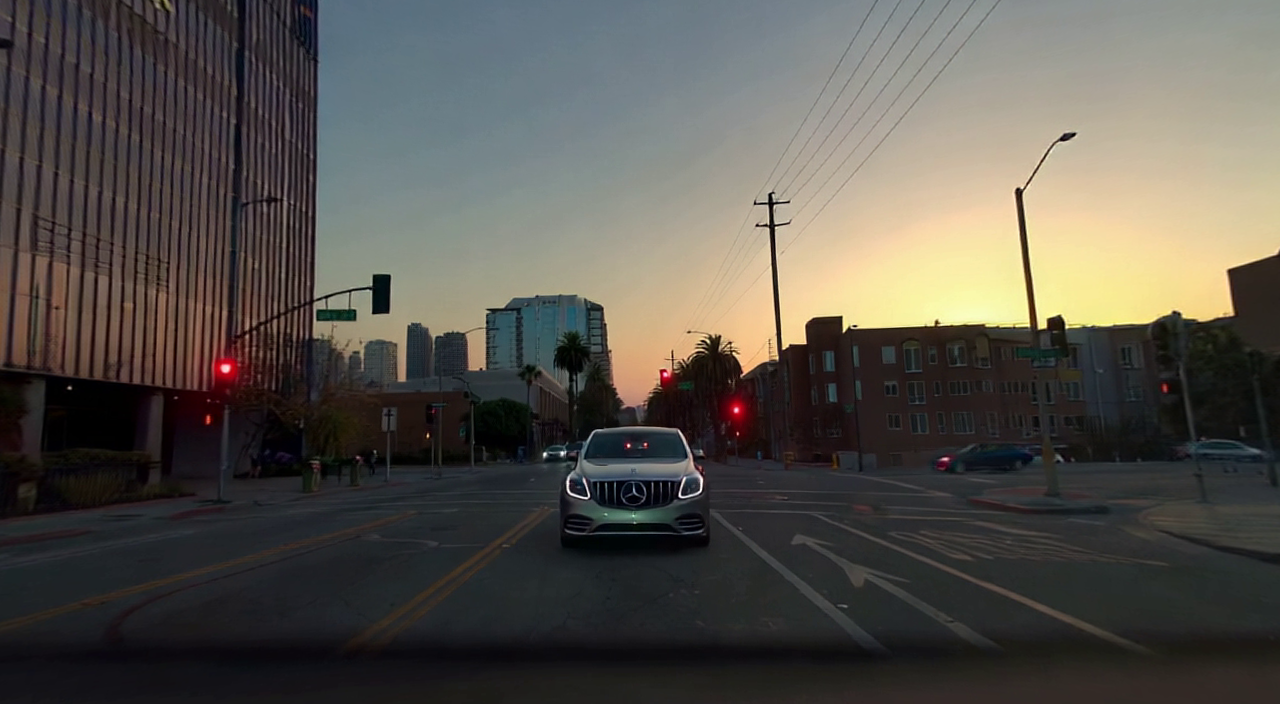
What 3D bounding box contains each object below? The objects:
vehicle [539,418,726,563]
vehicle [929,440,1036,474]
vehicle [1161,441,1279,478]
[{"bbox_3d":[-0.086,1.871,9.218,2.144,1.643,3.770,0,-8,0],"label":"vehicle"},{"bbox_3d":[18.673,5.735,34.615,4.649,1.760,2.029,-1,-8,2],"label":"vehicle"},{"bbox_3d":[26.716,4.868,28.816,4.118,1.593,2.004,0,-8,-4],"label":"vehicle"}]
